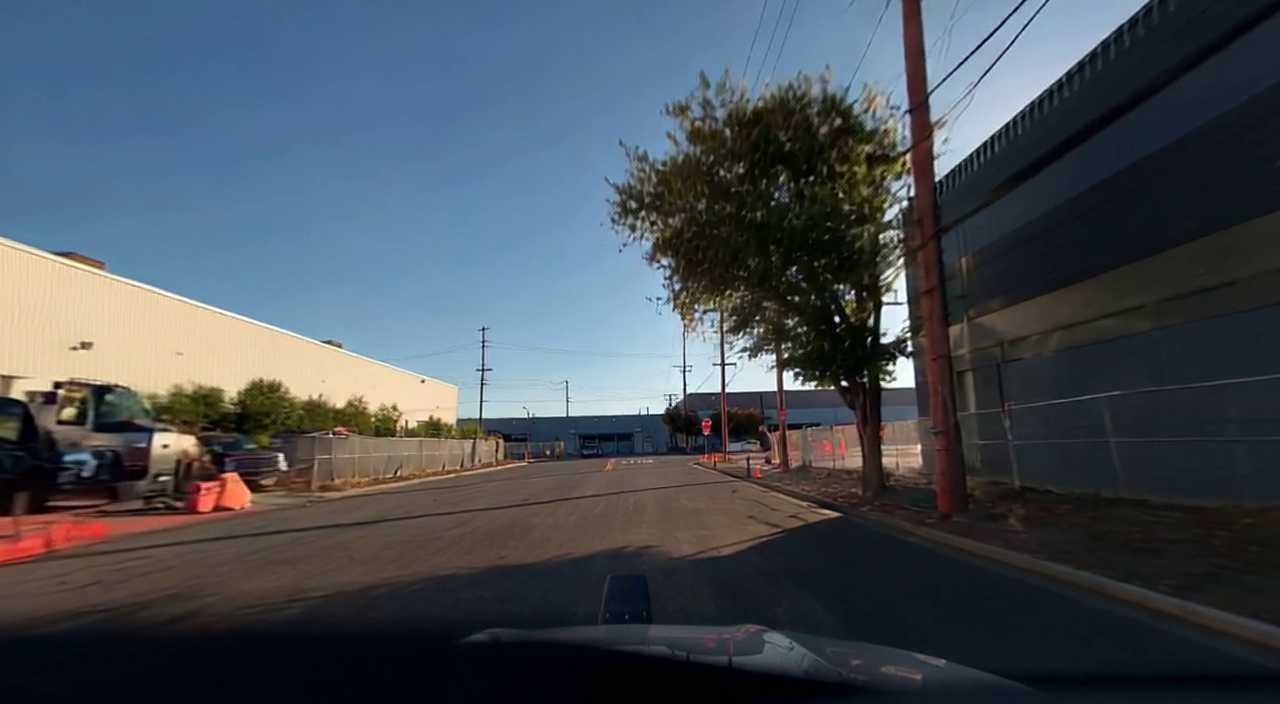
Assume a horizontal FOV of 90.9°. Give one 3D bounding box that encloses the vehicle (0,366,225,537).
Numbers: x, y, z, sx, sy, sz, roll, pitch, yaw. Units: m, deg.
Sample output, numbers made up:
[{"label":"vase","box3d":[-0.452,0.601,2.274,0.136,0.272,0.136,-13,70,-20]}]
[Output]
[{"label":"vehicle","box3d":[-13.107,1.999,12.861,6.887,3.069,3.065,0,-9,-4]}]
